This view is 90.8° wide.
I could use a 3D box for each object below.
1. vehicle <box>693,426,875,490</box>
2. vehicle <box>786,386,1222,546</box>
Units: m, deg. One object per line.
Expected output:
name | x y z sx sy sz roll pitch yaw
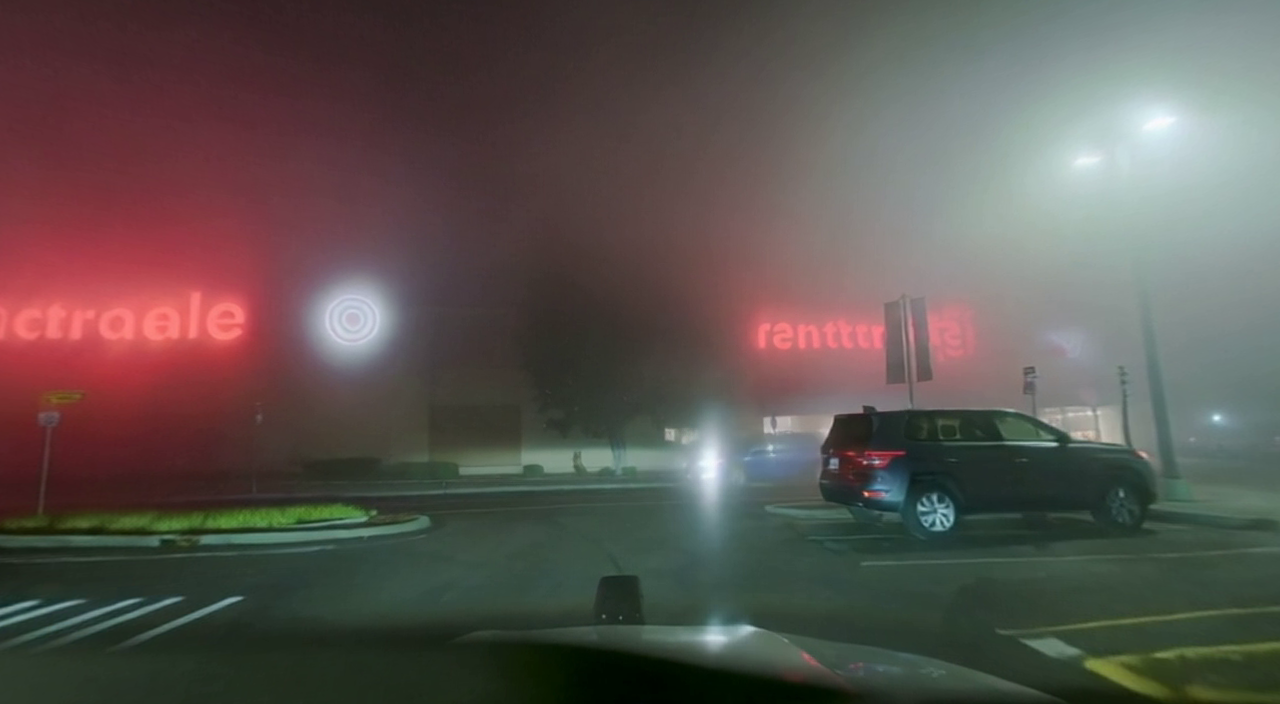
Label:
vehicle | 4.296 3.211 19.345 4.957 1.788 2.092 1 -9 -8
vehicle | 4.912 1.577 9.140 4.864 1.916 2.413 1 -8 -7
